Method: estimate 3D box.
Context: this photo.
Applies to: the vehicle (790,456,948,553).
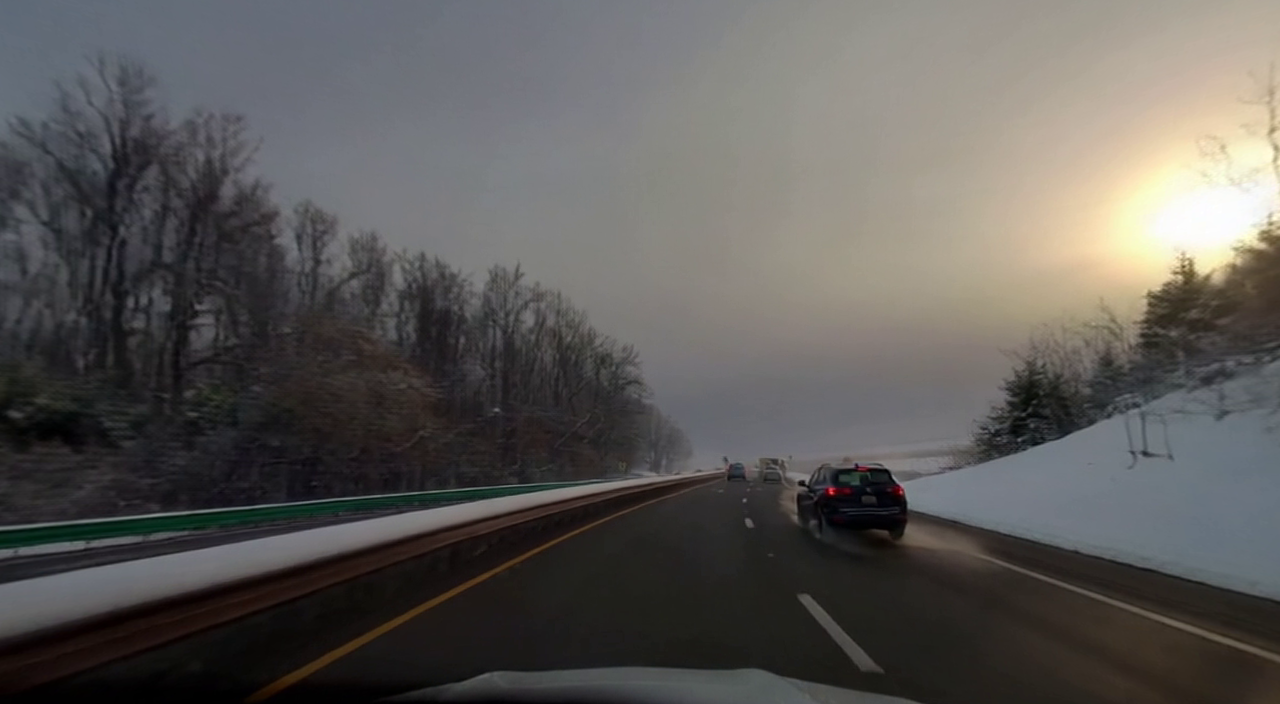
[{"bbox_3d":[4.415,2.995,12.916,2.023,1.593,4.105,0,-11,6],"label":"vehicle"}]
